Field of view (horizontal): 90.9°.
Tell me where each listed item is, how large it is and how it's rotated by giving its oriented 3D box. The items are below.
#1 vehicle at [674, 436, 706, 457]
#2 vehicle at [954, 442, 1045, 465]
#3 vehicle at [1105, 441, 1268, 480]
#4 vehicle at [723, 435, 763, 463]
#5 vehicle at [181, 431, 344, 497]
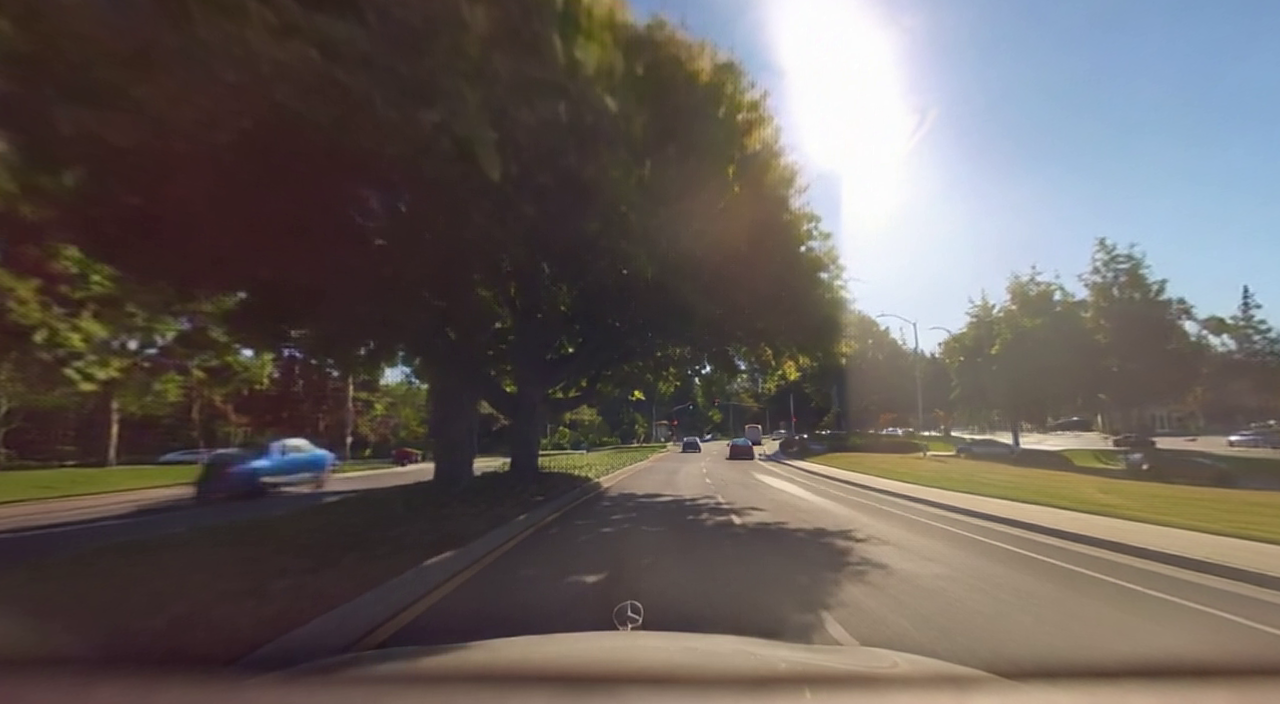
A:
[{"bbox_3d":[3.877,7.213,48.294,2.066,1.482,4.273,-1,-8,9],"label":"vehicle"},{"bbox_3d":[22.947,6.472,40.433,4.627,1.418,1.800,-1,-8,9],"label":"vehicle"},{"bbox_3d":[21.737,4.323,25.242,4.322,1.467,2.457,1,-8,-3],"label":"vehicle"},{"bbox_3d":[5.857,5.595,36.426,1.989,1.497,4.436,-1,-8,6],"label":"vehicle"},{"bbox_3d":[-11.177,3.324,19.150,1.969,1.755,4.518,0,-8,2],"label":"vehicle"}]
